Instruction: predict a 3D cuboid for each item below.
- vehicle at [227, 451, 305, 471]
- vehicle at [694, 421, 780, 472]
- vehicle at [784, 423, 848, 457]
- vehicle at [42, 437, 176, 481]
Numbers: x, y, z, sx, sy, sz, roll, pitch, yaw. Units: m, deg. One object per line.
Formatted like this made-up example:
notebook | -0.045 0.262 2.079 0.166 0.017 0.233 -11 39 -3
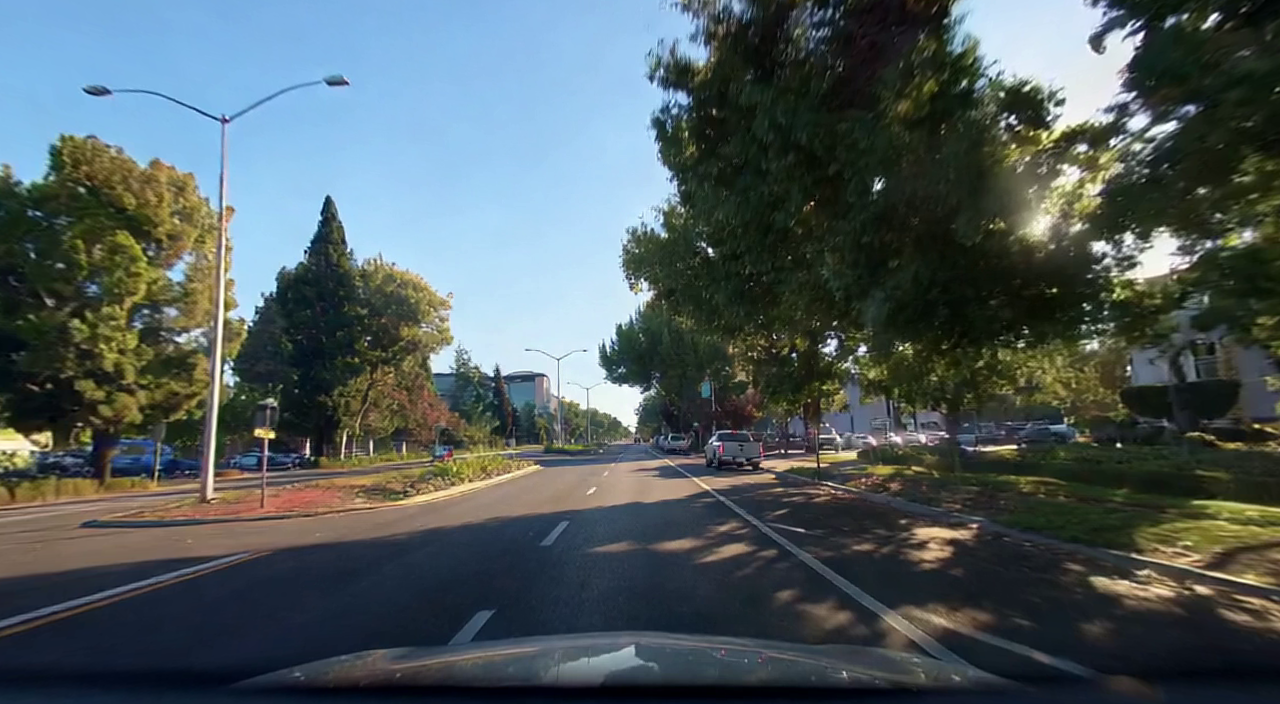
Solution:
vehicle | -29.051 8.486 49.063 4.719 1.433 1.995 1 -8 -5
vehicle | 3.888 3.960 26.575 2.493 1.896 5.433 0 -8 -3
vehicle | 11.146 5.616 40.429 2.197 1.923 5.799 2 -8 -3
vehicle | -35.289 7.091 42.092 6.147 2.763 2.919 0 -8 -2
